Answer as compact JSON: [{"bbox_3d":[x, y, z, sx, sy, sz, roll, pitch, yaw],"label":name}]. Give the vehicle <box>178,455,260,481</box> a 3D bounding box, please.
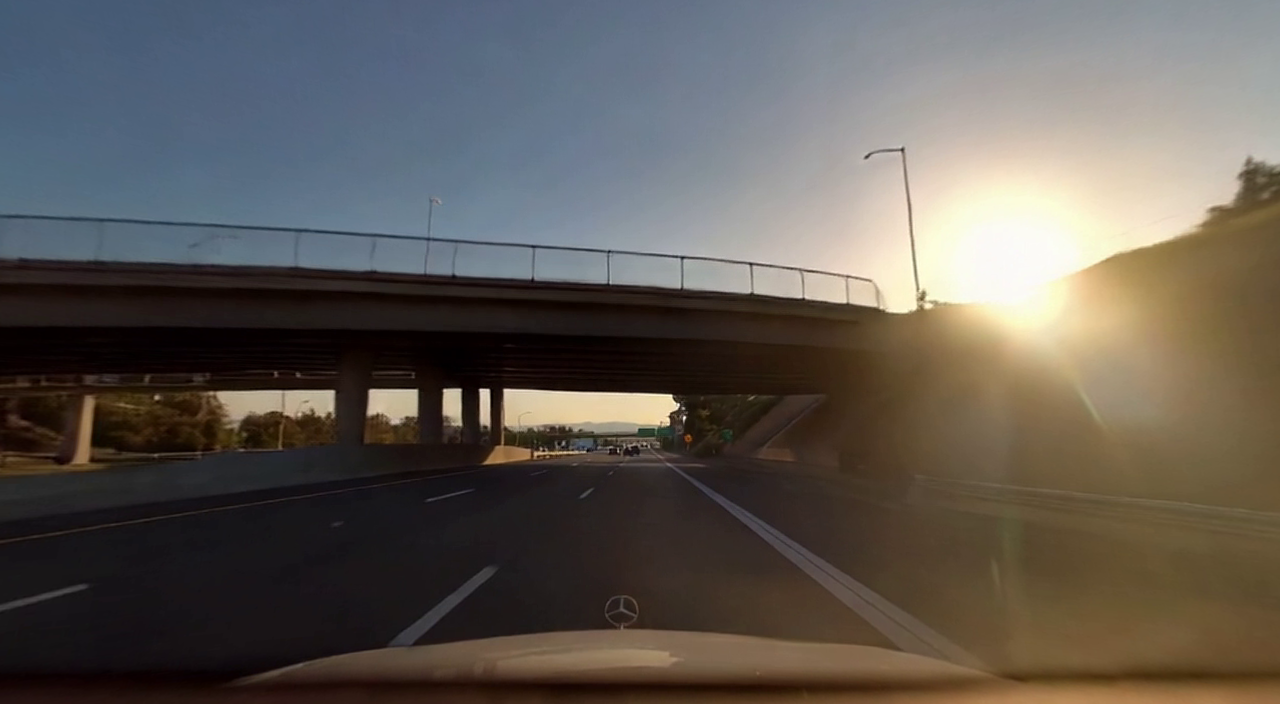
[{"bbox_3d":[-27.791,7.680,41.784,2.101,1.568,4.758,-1,-9,1],"label":"vehicle"}]
